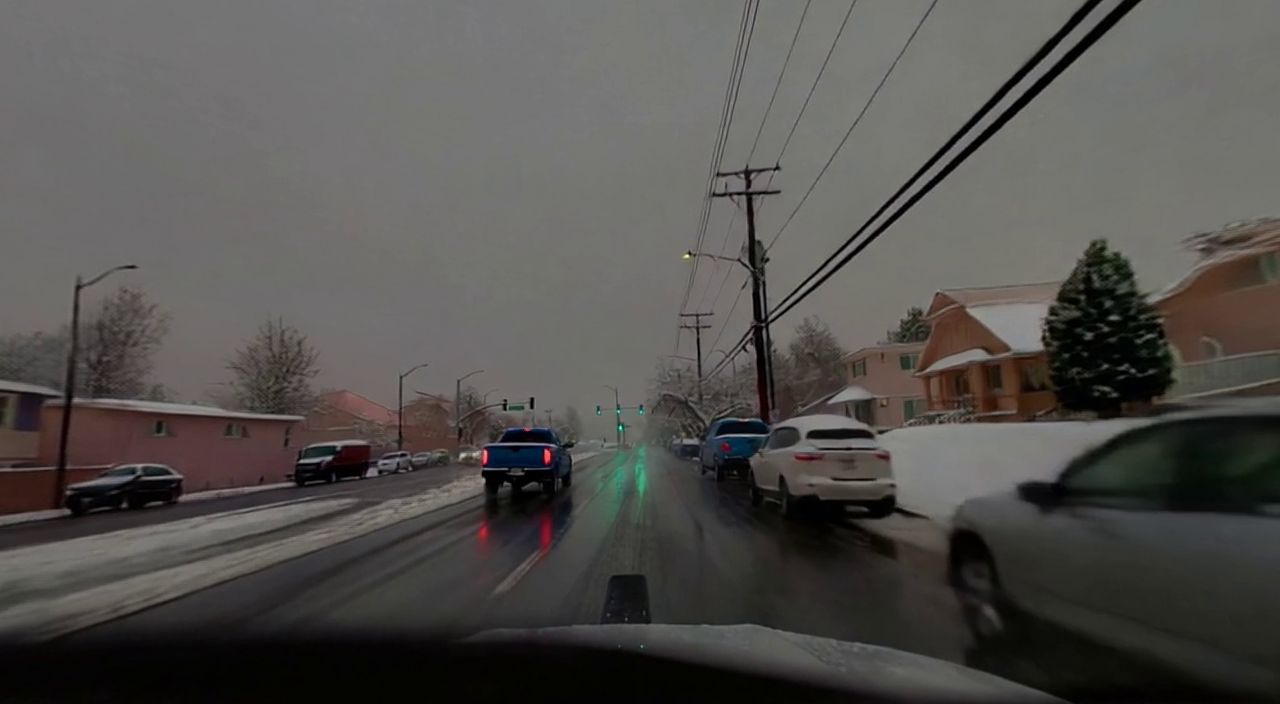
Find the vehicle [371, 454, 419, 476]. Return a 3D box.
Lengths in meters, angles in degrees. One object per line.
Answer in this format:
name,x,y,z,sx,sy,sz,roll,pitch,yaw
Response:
vehicle,-18.477,8.552,47.757,1.820,1.511,4.294,-1,-9,1

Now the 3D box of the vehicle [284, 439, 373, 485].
vehicle,-18.982,6.701,38.804,2.159,2.586,5.899,-1,-9,3

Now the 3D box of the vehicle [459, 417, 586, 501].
vehicle,-2.902,2.829,16.986,2.242,1.890,5.306,-1,-9,2

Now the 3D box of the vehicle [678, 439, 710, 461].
vehicle,3.944,7.271,46.765,2.012,1.491,4.333,0,-9,0

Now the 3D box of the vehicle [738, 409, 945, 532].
vehicle,3.260,2.048,11.425,2.052,1.750,4.679,0,-9,-2

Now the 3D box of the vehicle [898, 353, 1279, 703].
vehicle,3.111,0.920,2.690,2.115,1.615,4.772,-1,-9,2

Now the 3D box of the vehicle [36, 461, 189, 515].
vehicle,-18.795,4.823,22.748,1.908,1.614,4.092,-1,-9,1
